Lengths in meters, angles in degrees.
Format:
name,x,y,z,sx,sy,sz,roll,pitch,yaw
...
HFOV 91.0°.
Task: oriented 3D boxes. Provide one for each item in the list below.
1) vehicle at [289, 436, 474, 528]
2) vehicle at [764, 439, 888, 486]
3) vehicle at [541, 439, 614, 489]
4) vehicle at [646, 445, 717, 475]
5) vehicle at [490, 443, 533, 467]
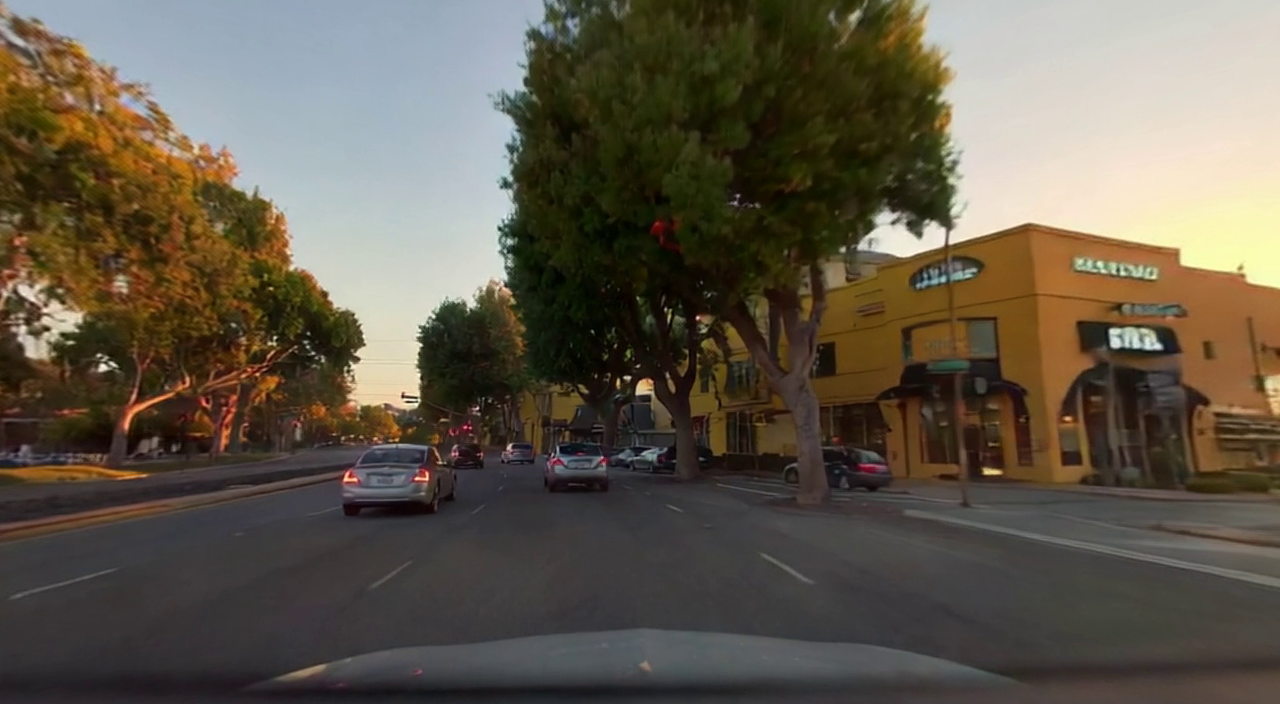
name,x,y,z,sx,sy,sz,roll,pitch,yaw
vehicle,-4.878,2.492,12.801,2.105,1.477,4.857,1,-8,-5
vehicle,7.476,4.477,25.858,2.095,1.697,4.801,4,-9,-27
vehicle,-2.227,3.739,21.415,2.001,1.483,4.442,2,-9,-11
vehicle,2.213,5.886,34.669,1.952,1.547,4.091,5,-10,-29
vehicle,-8.306,6.565,40.443,1.920,1.416,4.310,3,-9,-22
